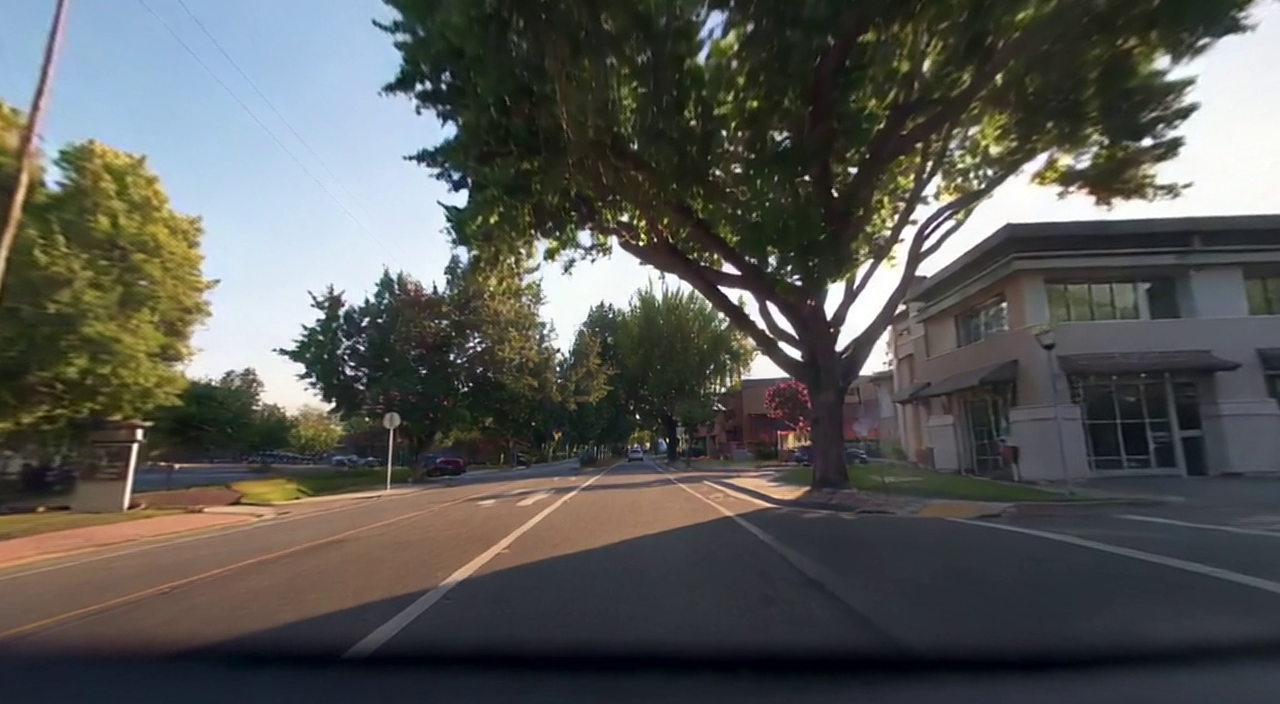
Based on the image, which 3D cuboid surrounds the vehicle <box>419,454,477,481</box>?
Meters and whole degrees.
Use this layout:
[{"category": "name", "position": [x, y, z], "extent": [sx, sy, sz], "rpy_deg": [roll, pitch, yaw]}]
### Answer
[{"category": "vehicle", "position": [-11.607, 6.889, 37.991], "extent": [2.061, 1.475, 4.357], "rpy_deg": [6, -10, -33]}]
